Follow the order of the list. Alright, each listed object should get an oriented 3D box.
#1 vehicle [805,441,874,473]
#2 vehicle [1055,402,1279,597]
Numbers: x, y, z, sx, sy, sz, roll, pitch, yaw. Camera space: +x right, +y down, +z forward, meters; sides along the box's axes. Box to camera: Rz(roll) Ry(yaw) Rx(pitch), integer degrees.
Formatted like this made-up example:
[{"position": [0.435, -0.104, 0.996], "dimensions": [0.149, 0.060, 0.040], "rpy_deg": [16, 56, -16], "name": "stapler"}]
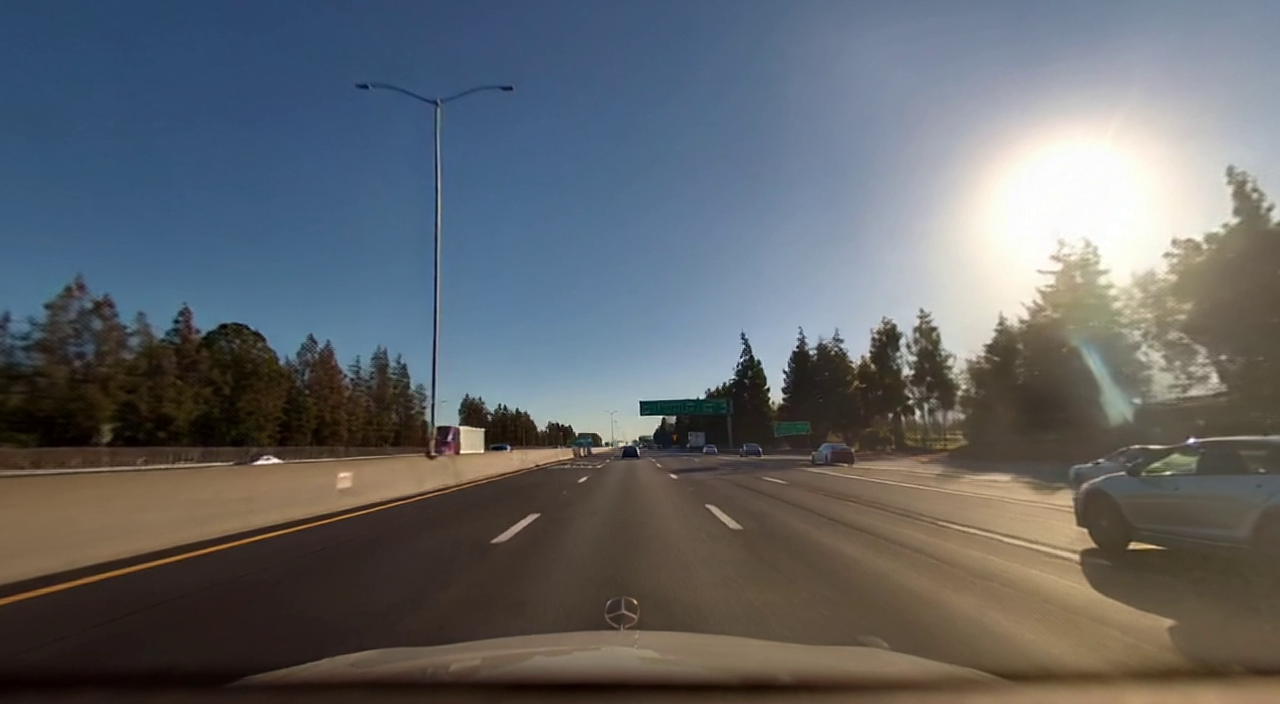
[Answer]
[{"position": [10.497, 5.536, 33.641], "dimensions": [1.962, 1.536, 4.945], "rpy_deg": [0, -8, -1], "name": "vehicle"}, {"position": [6.601, 1.376, 6.107], "dimensions": [2.027, 1.679, 4.543], "rpy_deg": [0, -8, 0], "name": "vehicle"}]
